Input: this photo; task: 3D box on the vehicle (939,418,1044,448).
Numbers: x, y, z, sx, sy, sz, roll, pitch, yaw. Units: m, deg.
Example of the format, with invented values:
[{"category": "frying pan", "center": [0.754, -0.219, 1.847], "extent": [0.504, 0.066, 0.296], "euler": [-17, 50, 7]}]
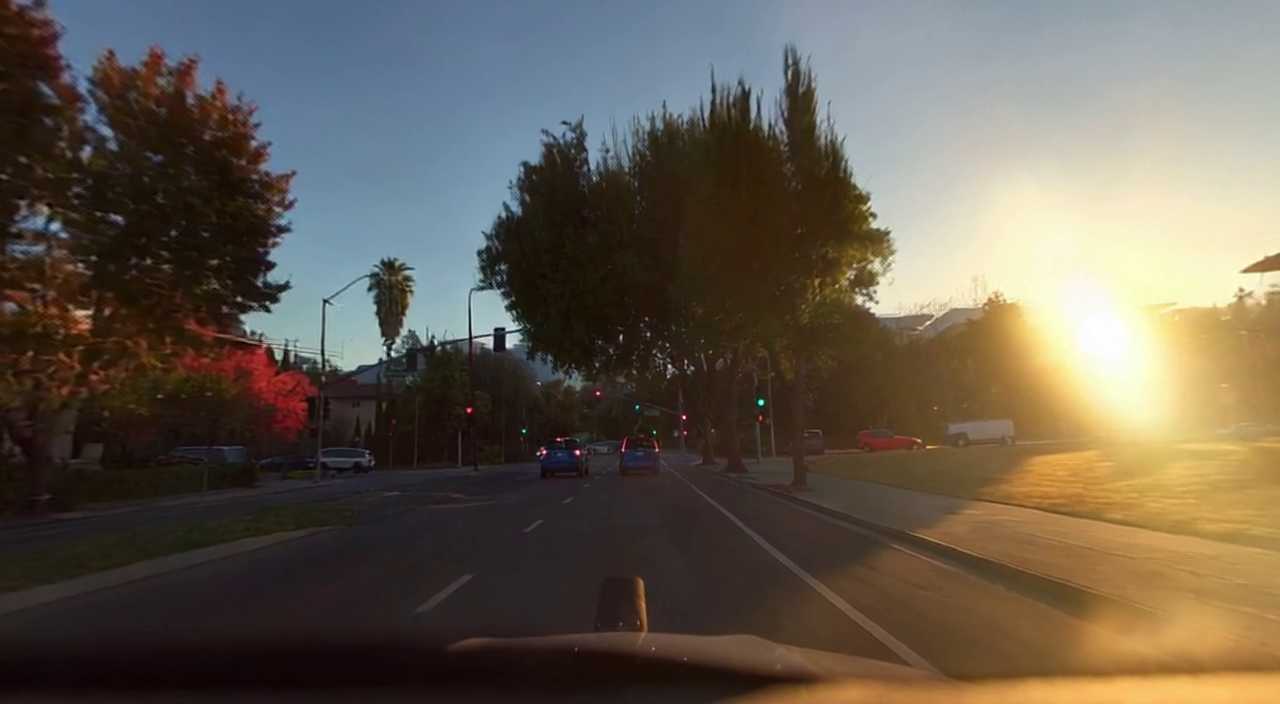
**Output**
[{"category": "vehicle", "center": [25.901, 6.018, 46.736], "extent": [6.325, 2.155, 2.457], "euler": [0, -8, -3]}]

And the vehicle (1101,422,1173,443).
[{"category": "vehicle", "center": [37.010, 6.010, 47.097], "extent": [3.873, 1.546, 1.842], "euler": [1, -8, -5]}]

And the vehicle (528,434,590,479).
[{"category": "vehicle", "center": [-3.364, 4.442, 27.195], "extent": [2.097, 1.755, 4.336], "euler": [0, -8, 0]}]

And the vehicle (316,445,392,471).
[{"category": "vehicle", "center": [-20.967, 7.789, 46.455], "extent": [4.521, 1.753, 2.148], "euler": [2, -9, 1]}]

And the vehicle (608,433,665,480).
[{"category": "vehicle", "center": [-0.147, 4.206, 25.815], "extent": [2.088, 1.735, 4.801], "euler": [0, -8, -1]}]

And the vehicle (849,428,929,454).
[{"category": "vehicle", "center": [18.031, 6.491, 45.861], "extent": [4.932, 1.827, 2.031], "euler": [0, -8, -4]}]
